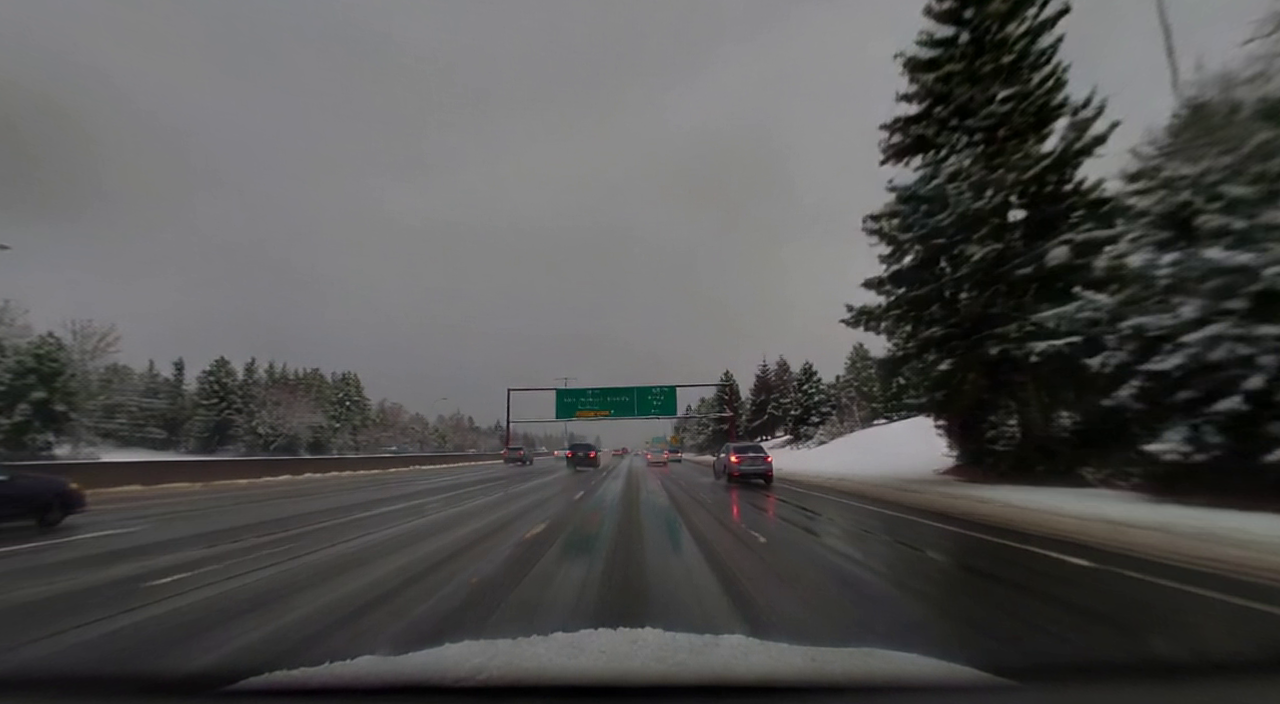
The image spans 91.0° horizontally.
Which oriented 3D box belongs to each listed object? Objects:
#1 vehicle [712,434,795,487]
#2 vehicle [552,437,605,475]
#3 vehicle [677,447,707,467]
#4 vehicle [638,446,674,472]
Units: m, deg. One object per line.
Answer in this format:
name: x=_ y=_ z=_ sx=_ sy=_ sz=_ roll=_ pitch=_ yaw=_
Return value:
vehicle: x=4.152 y=4.090 z=23.968 sx=2.218 sy=1.776 sz=4.807 roll=0 pitch=-9 yaw=0
vehicle: x=-3.337 y=5.828 z=35.462 sx=2.449 sy=1.929 sz=5.503 roll=0 pitch=-9 yaw=0
vehicle: x=4.004 y=8.135 z=48.933 sx=1.929 sy=1.485 sz=4.482 roll=0 pitch=-9 yaw=0
vehicle: x=0.985 y=6.711 z=39.761 sx=2.126 sy=1.529 sz=4.438 roll=0 pitch=-9 yaw=1
